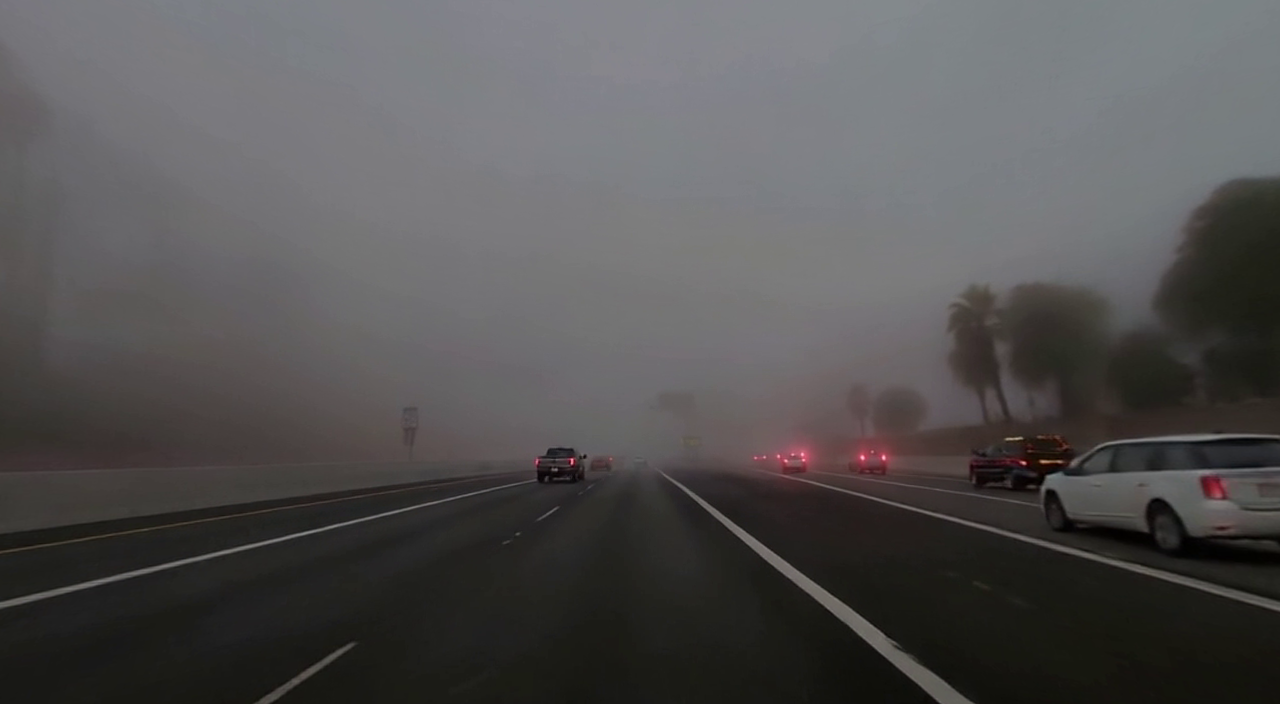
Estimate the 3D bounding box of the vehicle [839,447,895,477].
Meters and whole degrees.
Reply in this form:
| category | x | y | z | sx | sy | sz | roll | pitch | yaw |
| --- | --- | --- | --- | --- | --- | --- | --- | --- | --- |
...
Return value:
| category | x | y | z | sx | sy | sz | roll | pitch | yaw |
| --- | --- | --- | --- | --- | --- | --- | --- | --- | --- |
| vehicle | 14.275 | 6.941 | 39.973 | 1.991 | 1.755 | 4.836 | -1 | -9 | 3 |

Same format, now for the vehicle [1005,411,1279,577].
| category | x | y | z | sx | sy | sz | roll | pitch | yaw |
| --- | --- | --- | --- | --- | --- | --- | --- | --- | --- |
| vehicle | 8.057 | 1.940 | 9.455 | 2.303 | 1.791 | 5.247 | -1 | -9 | 4 |

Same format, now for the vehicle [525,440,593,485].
| category | x | y | z | sx | sy | sz | roll | pitch | yaw |
| --- | --- | --- | --- | --- | --- | --- | --- | --- | --- |
| vehicle | -3.726 | 5.250 | 30.195 | 2.420 | 1.937 | 5.916 | 0 | -9 | 1 |
